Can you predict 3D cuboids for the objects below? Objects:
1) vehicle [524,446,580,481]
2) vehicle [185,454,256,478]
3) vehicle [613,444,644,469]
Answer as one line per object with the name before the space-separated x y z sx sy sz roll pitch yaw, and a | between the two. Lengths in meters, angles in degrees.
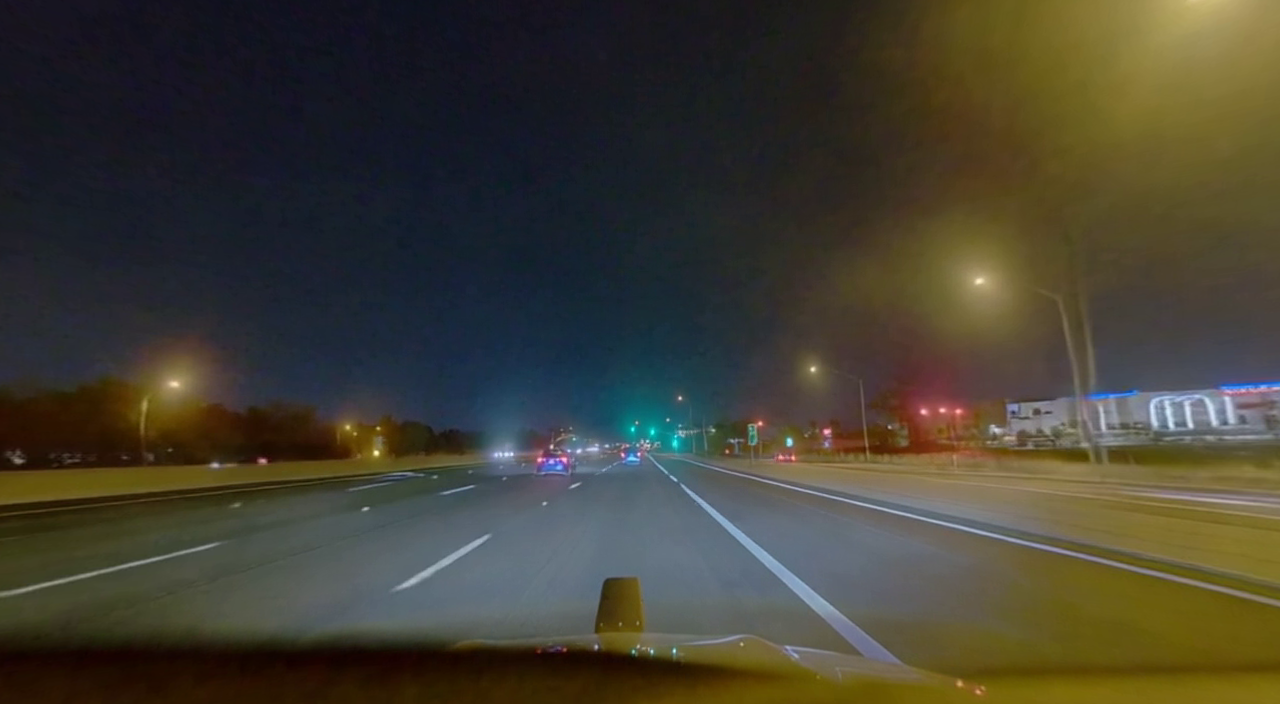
vehicle | -4.267 5.485 31.268 2.071 1.553 4.388 0 -9 1
vehicle | -29.967 8.136 45.141 1.955 1.593 4.483 0 -9 0
vehicle | -0.779 7.596 45.790 2.102 1.692 4.057 0 -9 1
